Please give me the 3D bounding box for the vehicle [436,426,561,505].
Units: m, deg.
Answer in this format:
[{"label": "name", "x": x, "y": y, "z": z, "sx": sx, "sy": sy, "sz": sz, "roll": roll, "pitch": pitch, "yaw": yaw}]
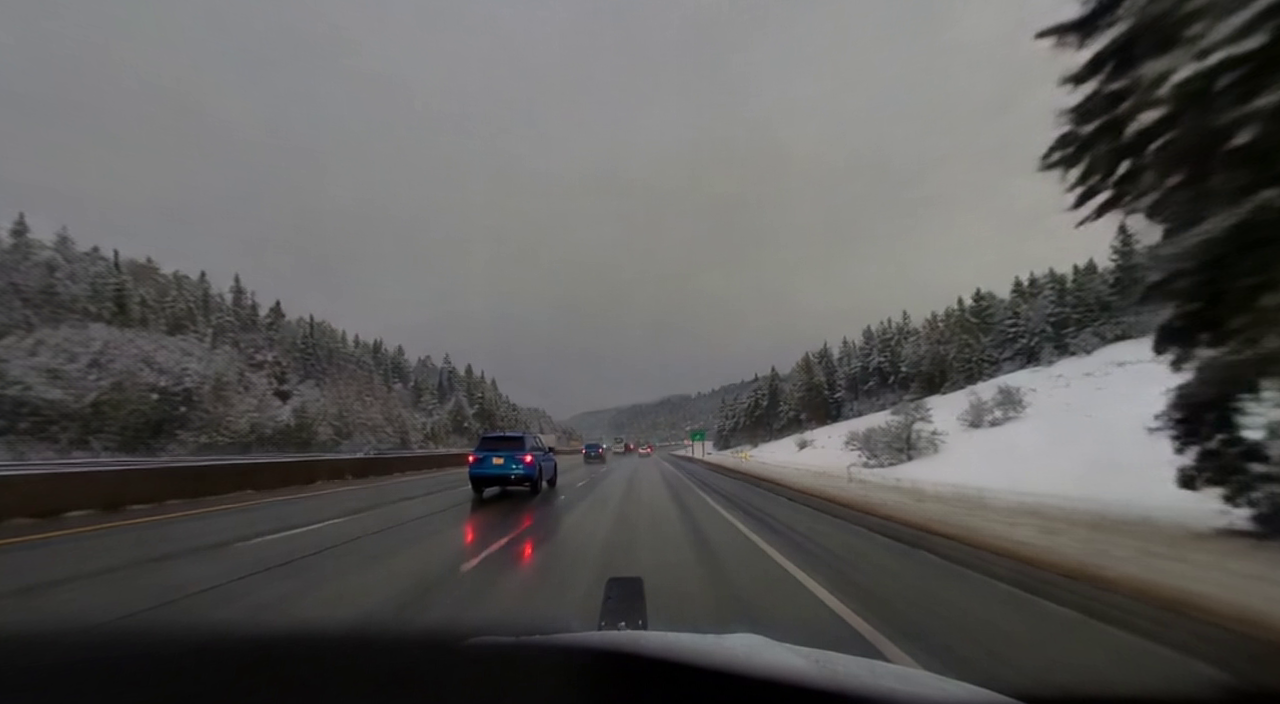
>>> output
[{"label": "vehicle", "x": -3.439, "y": 2.857, "z": 16.335, "sx": 2.138, "sy": 1.718, "sz": 4.415, "roll": -1, "pitch": -8, "yaw": 1}]
